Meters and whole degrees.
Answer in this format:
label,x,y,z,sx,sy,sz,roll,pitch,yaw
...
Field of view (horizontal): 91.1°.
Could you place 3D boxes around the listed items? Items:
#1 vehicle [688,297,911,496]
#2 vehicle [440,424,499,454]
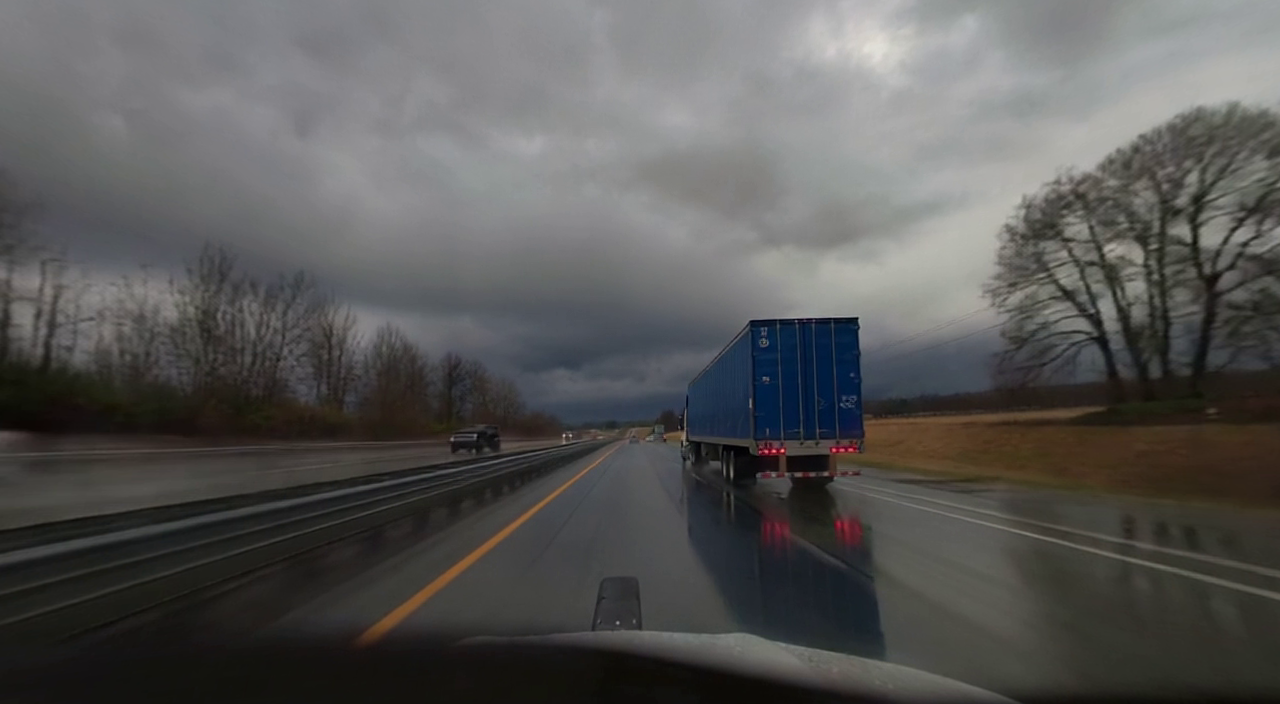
label,x,y,z,sx,sy,sz,roll,pitch,yaw
vehicle,4.038,2.064,22.006,3.203,4.273,17.131,0,-8,0
vehicle,-9.057,4.691,33.809,1.918,1.523,4.278,0,-8,1
